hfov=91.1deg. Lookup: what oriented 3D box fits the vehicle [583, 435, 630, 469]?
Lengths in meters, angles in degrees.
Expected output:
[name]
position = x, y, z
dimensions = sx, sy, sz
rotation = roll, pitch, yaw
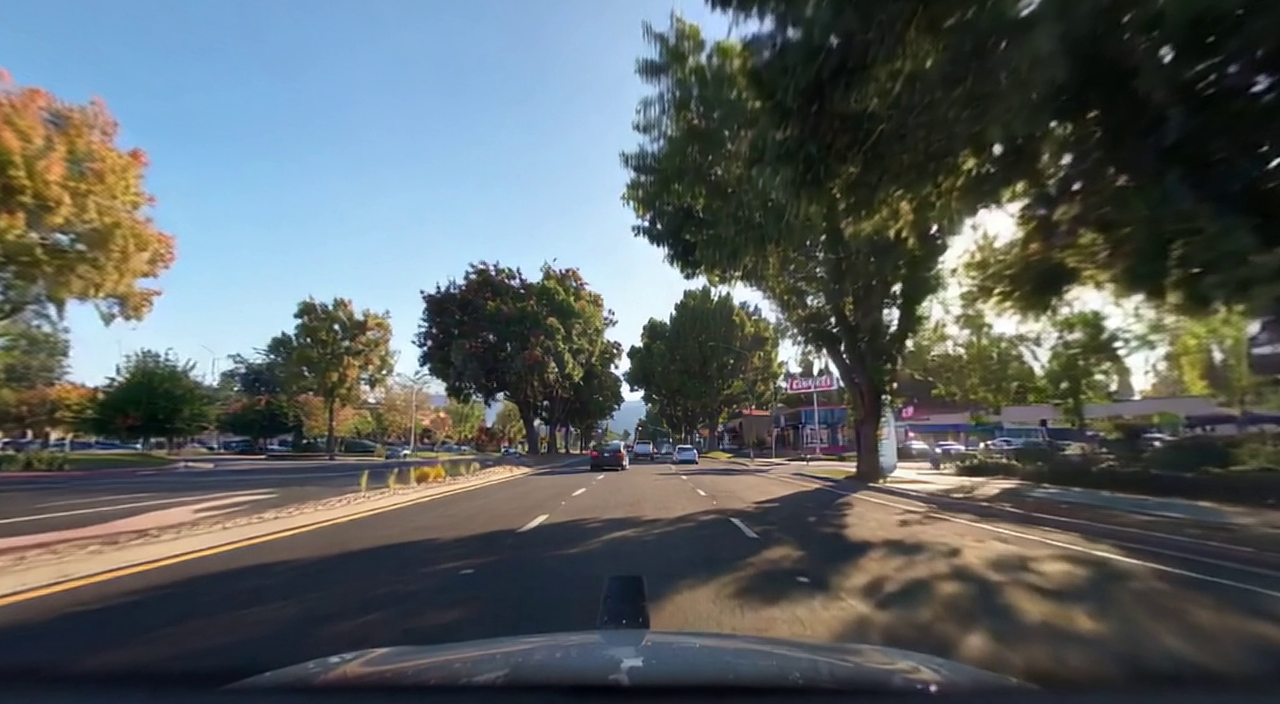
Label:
[vehicle]
position = -1.906, 5.950, 37.473
dimensions = 2.222, 1.899, 5.006
rotation = 0, -8, 4
